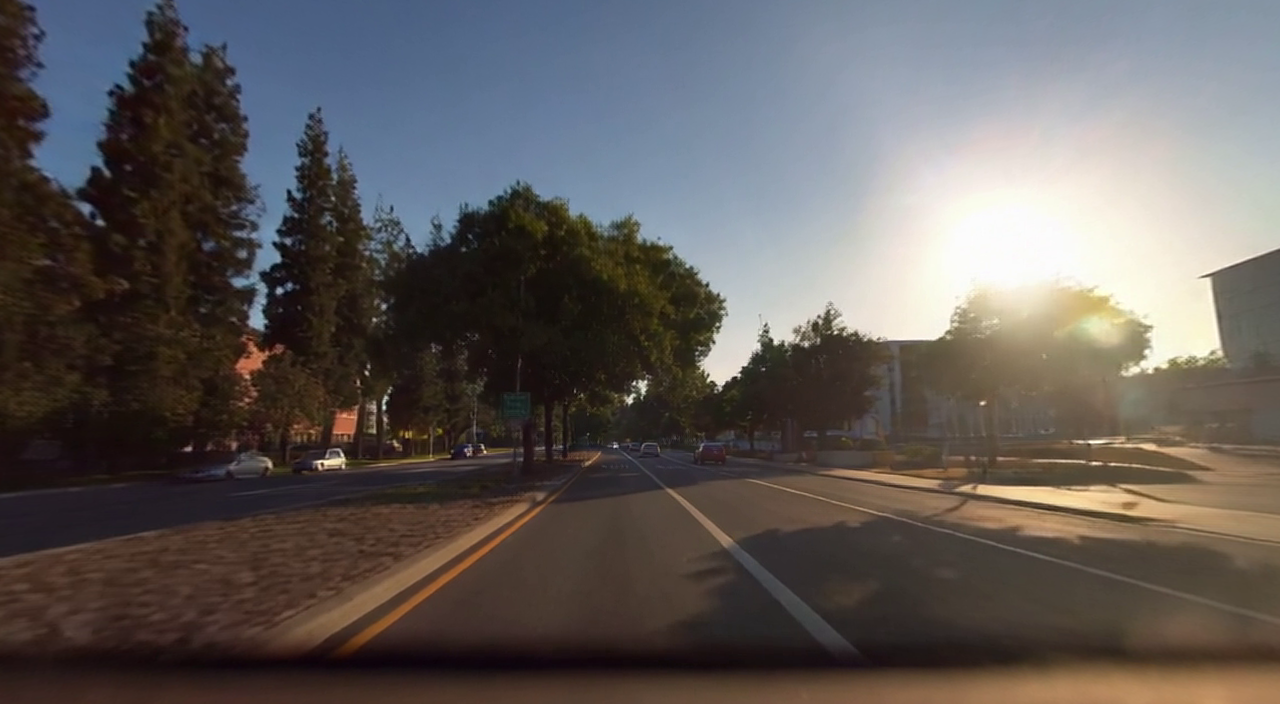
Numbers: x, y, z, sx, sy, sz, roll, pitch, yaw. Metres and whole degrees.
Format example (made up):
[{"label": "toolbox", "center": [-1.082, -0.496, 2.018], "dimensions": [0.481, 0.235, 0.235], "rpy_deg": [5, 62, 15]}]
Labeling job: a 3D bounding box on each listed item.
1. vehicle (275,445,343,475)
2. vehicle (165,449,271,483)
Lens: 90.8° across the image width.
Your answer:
[{"label": "vehicle", "center": [-20.501, 6.672, 39.348], "dimensions": [1.957, 1.643, 4.460], "rpy_deg": [0, -7, -2]}, {"label": "vehicle", "center": [-20.088, 5.413, 30.347], "dimensions": [1.915, 1.477, 4.773], "rpy_deg": [0, -8, -2]}]
